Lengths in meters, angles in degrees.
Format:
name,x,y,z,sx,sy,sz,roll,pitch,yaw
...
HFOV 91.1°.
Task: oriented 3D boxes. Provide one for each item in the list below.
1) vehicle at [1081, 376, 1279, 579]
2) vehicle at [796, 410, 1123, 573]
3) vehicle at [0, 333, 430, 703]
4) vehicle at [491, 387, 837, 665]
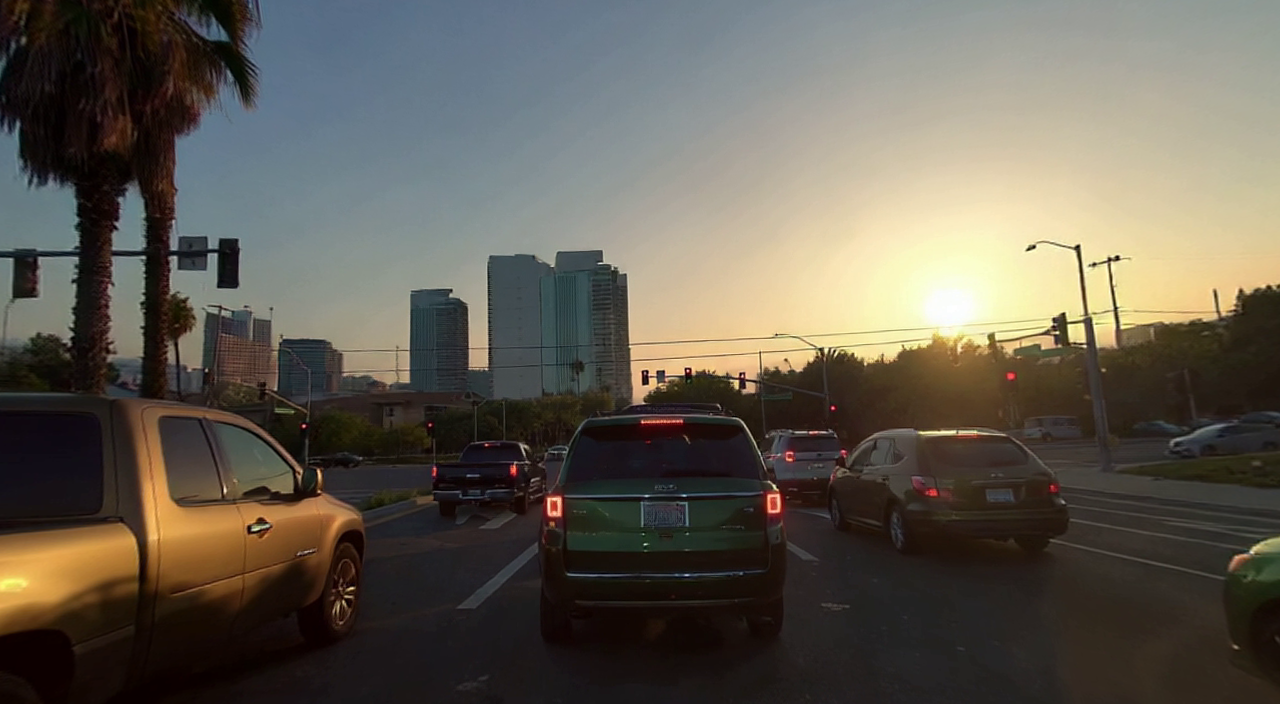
name,x,y,z,sx,sy,sz,roll,pitch,yaw
vehicle,7.318,1.179,5.825,2.337,1.925,5.728,0,-8,1
vehicle,4.028,1.861,9.289,2.072,1.704,5.170,0,-9,-1
vehicle,-3.154,1.082,3.904,2.171,1.702,4.416,0,-9,0
vehicle,0.178,1.377,6.019,2.123,1.704,4.128,0,-9,1
